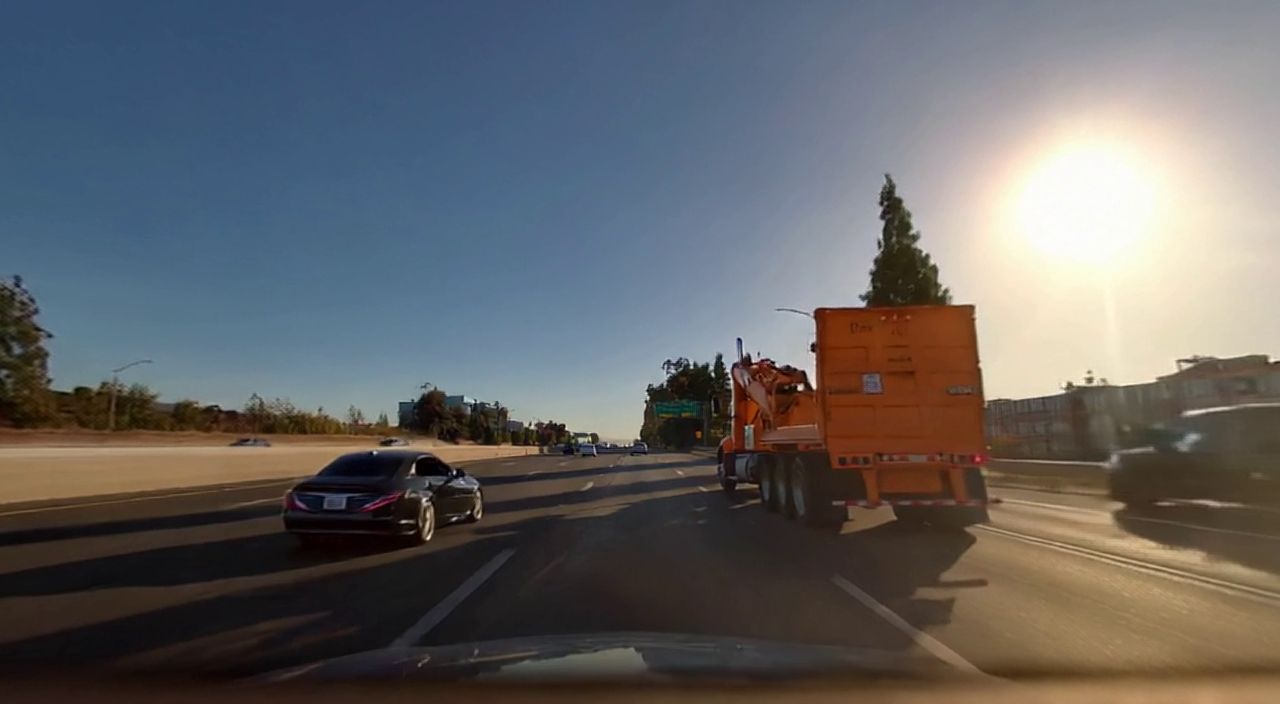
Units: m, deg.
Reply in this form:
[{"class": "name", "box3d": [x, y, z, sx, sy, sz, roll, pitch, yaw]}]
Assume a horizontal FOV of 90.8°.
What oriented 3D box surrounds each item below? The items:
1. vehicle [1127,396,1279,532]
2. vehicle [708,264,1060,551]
[{"class": "vehicle", "box3d": [10.894, 1.715, 9.681, 2.286, 2.044, 5.722, 0, -9, 0]}, {"class": "vehicle", "box3d": [3.557, 1.425, 13.162, 2.966, 3.586, 10.563, 0, -9, -1]}]
